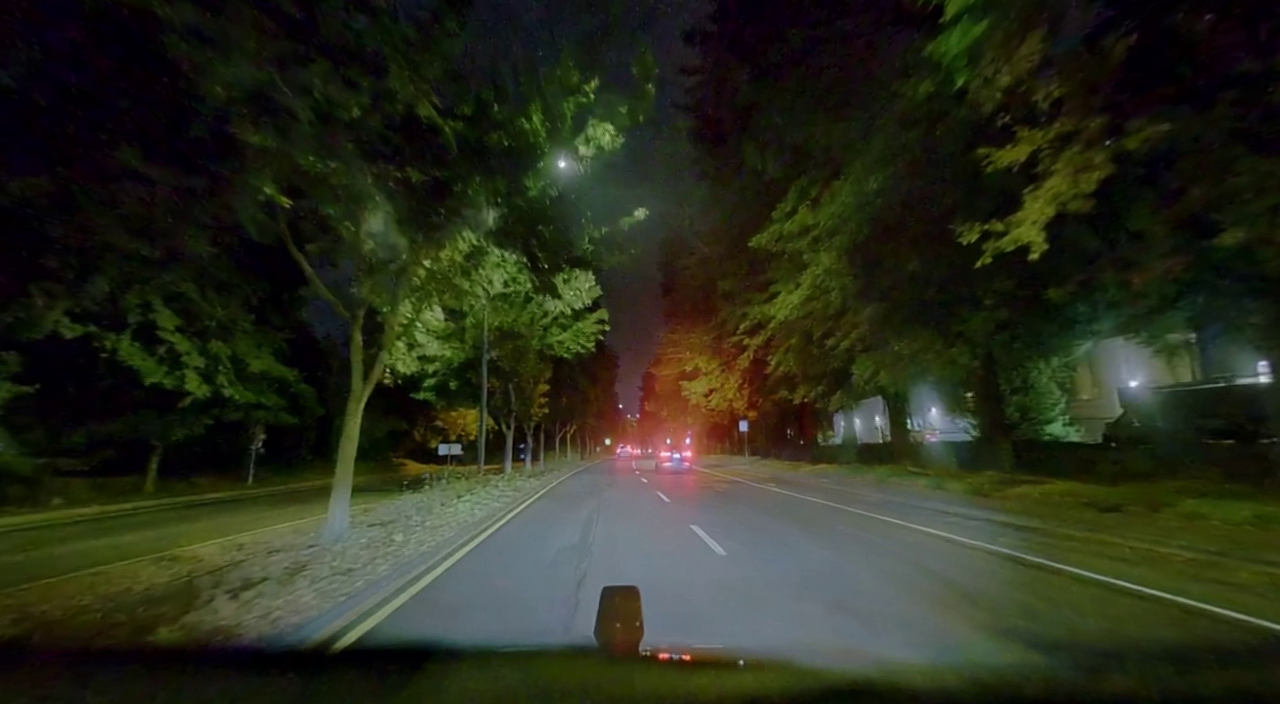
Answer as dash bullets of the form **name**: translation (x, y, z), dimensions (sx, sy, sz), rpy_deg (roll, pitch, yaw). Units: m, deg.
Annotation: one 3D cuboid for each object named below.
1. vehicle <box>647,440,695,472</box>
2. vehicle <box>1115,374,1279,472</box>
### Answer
- **vehicle**: translation (1.544, 5.390, 32.915), dimensions (2.044, 1.537, 4.528), rpy_deg (0, -8, -3)
- **vehicle**: translation (21.970, 2.698, 23.097), dimensions (2.286, 3.163, 8.614), rpy_deg (0, -8, 0)
